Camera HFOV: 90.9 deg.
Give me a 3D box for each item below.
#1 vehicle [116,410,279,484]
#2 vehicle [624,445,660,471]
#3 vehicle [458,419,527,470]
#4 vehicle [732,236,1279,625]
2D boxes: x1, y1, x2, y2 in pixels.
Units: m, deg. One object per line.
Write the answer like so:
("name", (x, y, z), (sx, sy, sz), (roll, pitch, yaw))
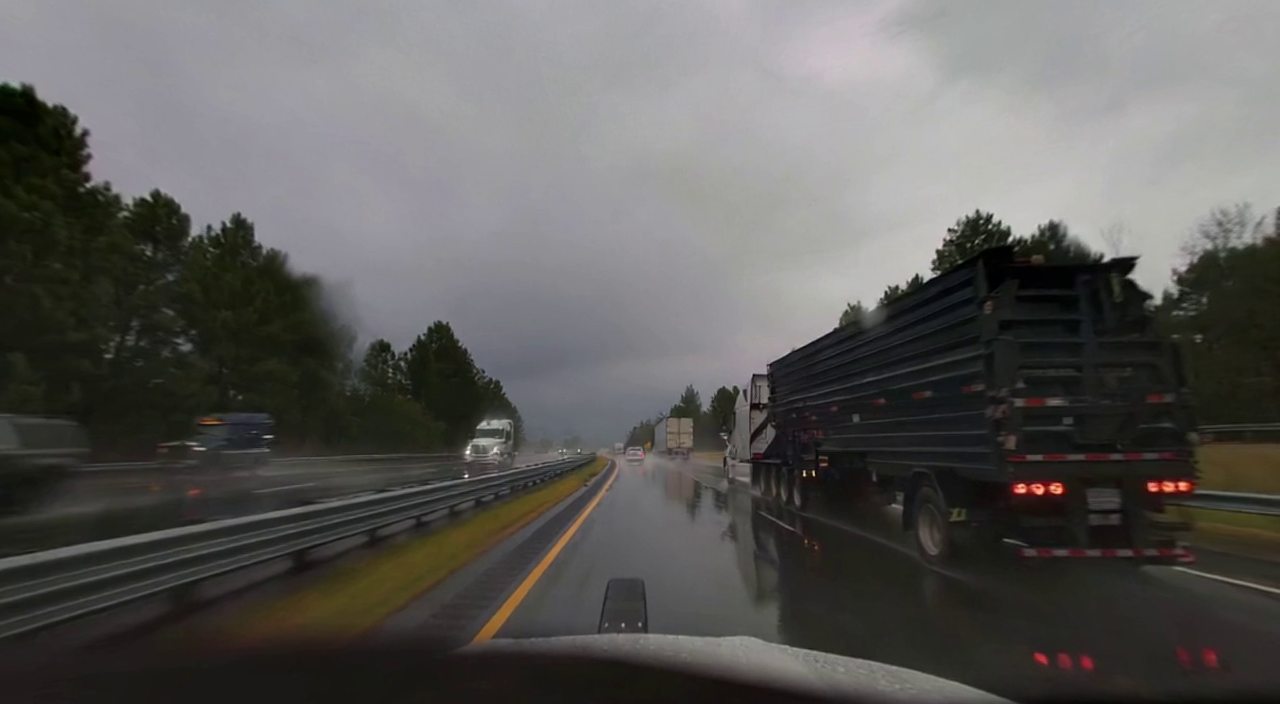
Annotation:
("vehicle", (-17.314, 3.802, 25.174), (2.352, 2.601, 5.466), (0, -9, 2))
("vehicle", (0.065, 6.569, 39.138), (2.051, 1.513, 4.511), (0, -9, -1))
("vehicle", (-9.025, 5.817, 39.416), (2.632, 2.884, 7.040), (0, -9, 0))
("vehicle", (4.546, 1.743, 12.929), (2.867, 3.571, 14.305), (0, -9, -1))
